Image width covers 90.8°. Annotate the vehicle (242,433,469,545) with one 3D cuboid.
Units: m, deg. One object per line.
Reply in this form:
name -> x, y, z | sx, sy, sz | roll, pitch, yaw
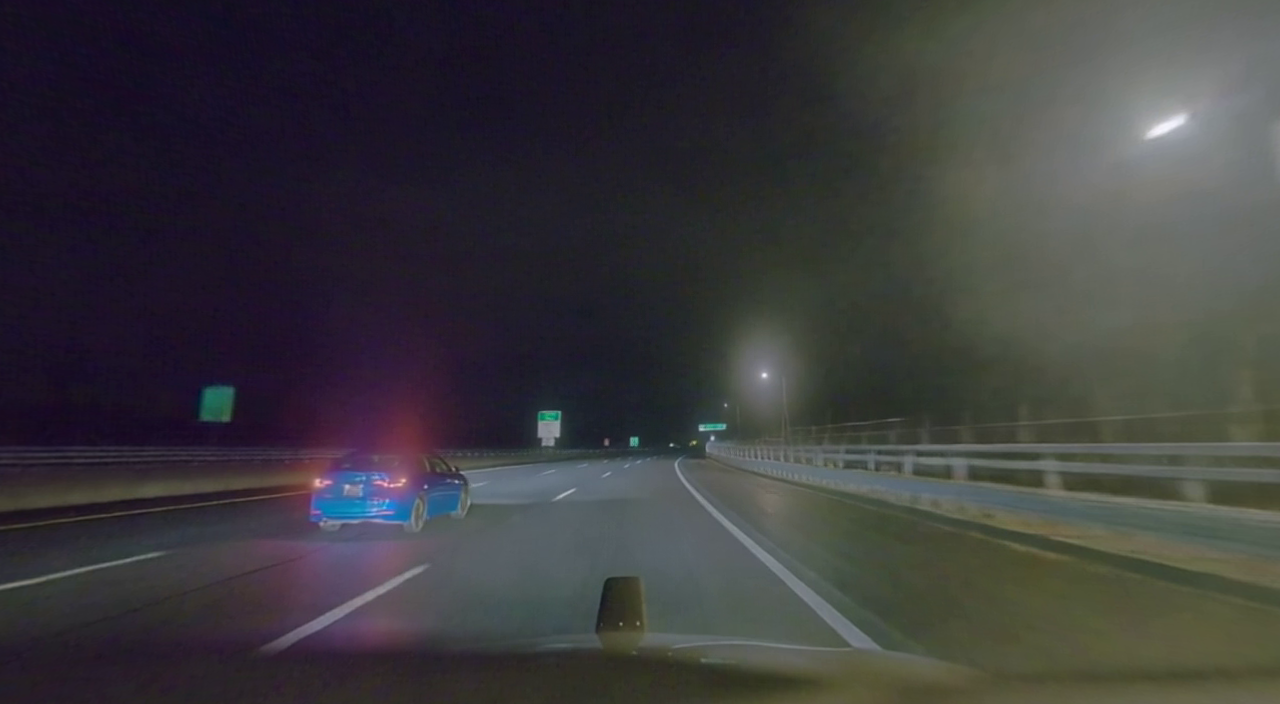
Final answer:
vehicle -> -4.369, 2.142, 10.465 | 1.928, 1.504, 3.745 | 0, -9, 1
